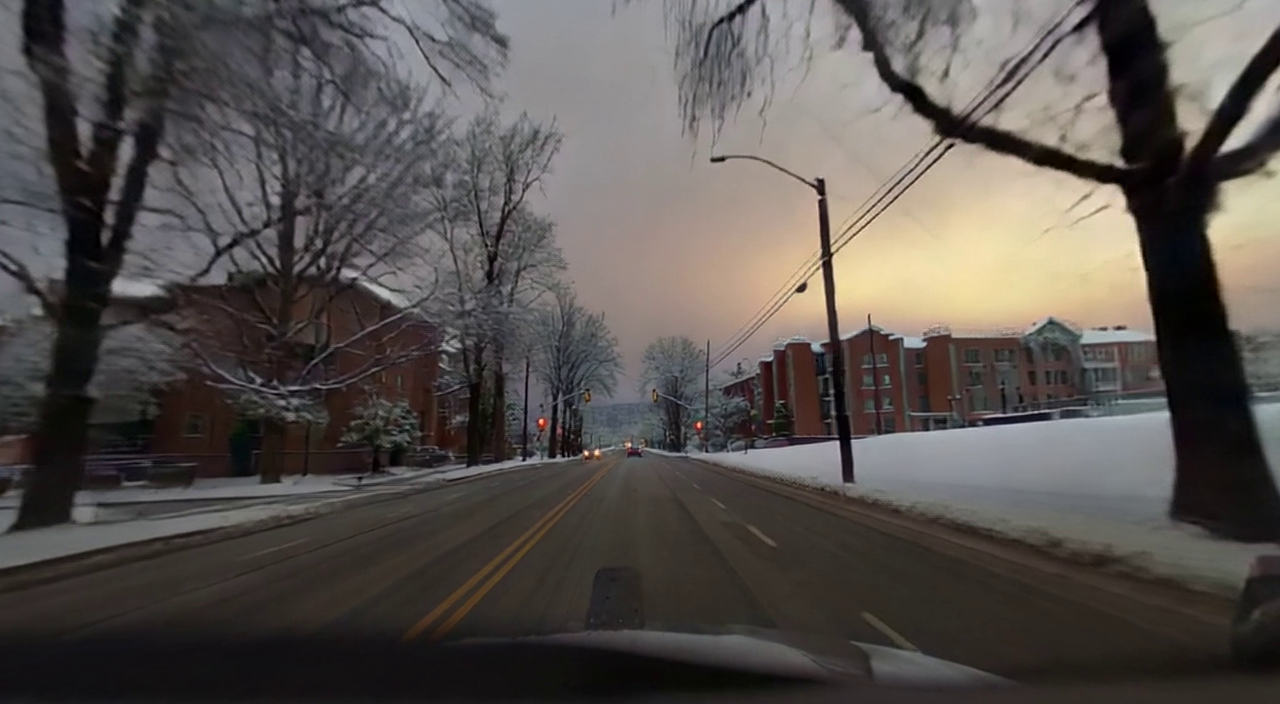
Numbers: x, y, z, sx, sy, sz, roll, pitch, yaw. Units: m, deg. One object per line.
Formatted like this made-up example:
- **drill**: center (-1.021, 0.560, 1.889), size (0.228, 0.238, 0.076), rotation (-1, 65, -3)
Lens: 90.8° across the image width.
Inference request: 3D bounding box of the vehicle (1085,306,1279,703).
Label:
- **vehicle**: center (3.202, 0.511, 0.422), size (2.224, 1.791, 4.834), rotation (0, -8, 0)
